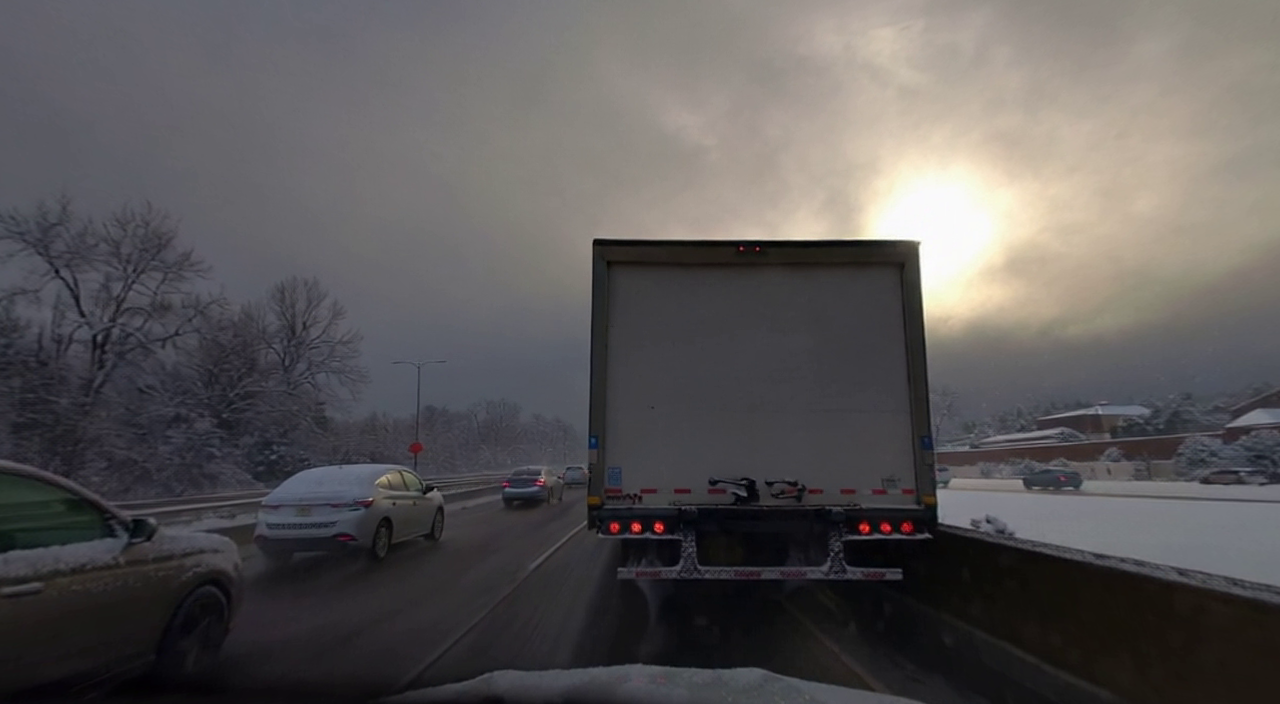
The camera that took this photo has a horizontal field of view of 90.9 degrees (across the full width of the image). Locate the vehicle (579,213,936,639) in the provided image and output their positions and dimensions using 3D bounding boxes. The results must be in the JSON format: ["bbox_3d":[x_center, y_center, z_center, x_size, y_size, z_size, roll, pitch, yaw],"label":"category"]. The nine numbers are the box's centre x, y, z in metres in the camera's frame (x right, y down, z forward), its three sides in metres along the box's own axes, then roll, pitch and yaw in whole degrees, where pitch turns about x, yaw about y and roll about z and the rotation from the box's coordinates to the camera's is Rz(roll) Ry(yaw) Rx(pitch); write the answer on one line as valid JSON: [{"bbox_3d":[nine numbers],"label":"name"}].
[{"bbox_3d":[0.871,1.318,9.561,2.831,3.529,8.689,1,-11,-1],"label":"vehicle"}]

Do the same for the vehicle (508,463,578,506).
[{"bbox_3d":[-3.710,5.192,24.970,1.964,1.482,4.371,0,-11,1],"label":"vehicle"}]

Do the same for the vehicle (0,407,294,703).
[{"bbox_3d":[-3.474,0.892,2.025,1.983,1.509,4.679,0,-11,1],"label":"vehicle"}]

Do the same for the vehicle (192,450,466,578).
[{"bbox_3d":[-4.301,2.338,9.736,1.946,1.469,4.431,1,-11,0],"label":"vehicle"}]

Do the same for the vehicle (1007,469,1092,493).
[{"bbox_3d":[27.106,8.522,41.861,4.299,1.465,1.807,-3,-11,20],"label":"vehicle"}]

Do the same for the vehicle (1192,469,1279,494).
[{"bbox_3d":[37.975,8.204,39.983,3.974,1.485,1.709,0,-11,4],"label":"vehicle"}]

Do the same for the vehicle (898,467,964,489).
[{"bbox_3d":[21.451,9.263,46.490,4.107,1.485,1.796,-6,-13,33],"label":"vehicle"}]
